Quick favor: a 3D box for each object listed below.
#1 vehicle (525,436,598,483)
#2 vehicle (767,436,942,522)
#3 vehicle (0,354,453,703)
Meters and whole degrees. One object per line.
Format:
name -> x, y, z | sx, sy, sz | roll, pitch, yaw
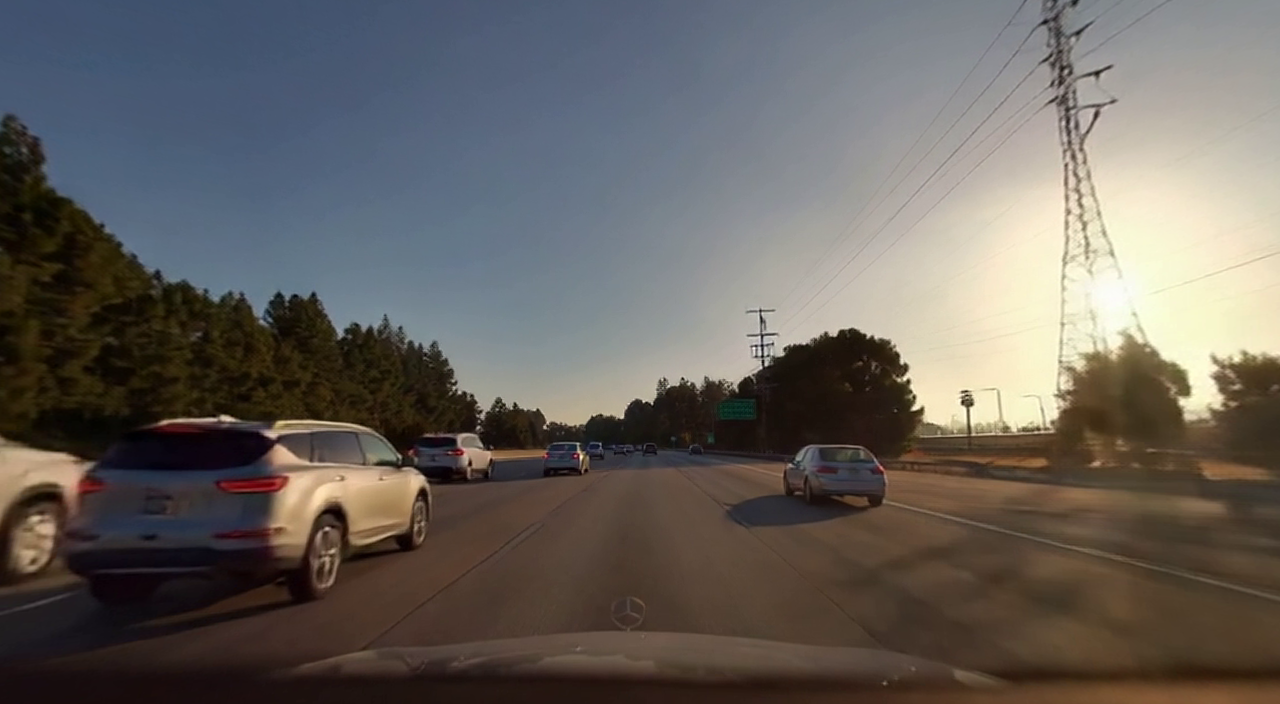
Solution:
vehicle -> -2.950, 4.139, 24.624 | 2.133, 1.668, 4.505 | 0, -8, 2
vehicle -> 4.175, 2.537, 13.277 | 2.022, 1.472, 4.678 | 0, -8, 0
vehicle -> -3.380, 1.220, 5.334 | 2.133, 1.775, 4.530 | 0, -8, 1
